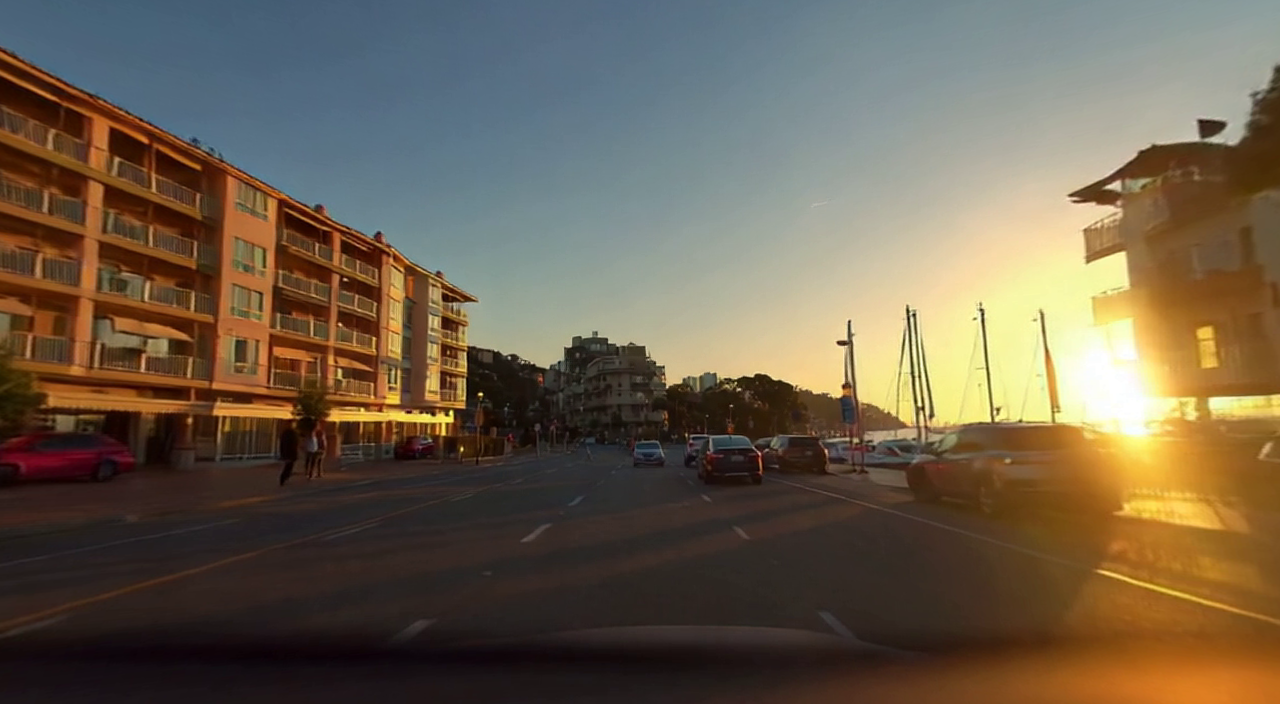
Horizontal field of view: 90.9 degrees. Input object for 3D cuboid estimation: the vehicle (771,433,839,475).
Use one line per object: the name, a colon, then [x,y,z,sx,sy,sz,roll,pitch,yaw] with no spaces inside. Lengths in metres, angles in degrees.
vehicle: [7.885,4.927,30.621,1.969,1.852,4.514,0,-8,-1]

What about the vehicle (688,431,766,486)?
vehicle: [2.768,3.515,21.049,2.047,1.640,4.051,0,-8,0]

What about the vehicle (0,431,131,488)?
vehicle: [-18.073,3.149,18.715,1.840,1.522,4.695,-1,-8,3]

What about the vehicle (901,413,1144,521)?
vehicle: [7.837,2.409,13.752,2.056,1.896,5.062,0,-8,-1]

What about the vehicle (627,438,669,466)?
vehicle: [0.474,5.806,36.719,2.284,1.496,3.949,0,-8,1]
